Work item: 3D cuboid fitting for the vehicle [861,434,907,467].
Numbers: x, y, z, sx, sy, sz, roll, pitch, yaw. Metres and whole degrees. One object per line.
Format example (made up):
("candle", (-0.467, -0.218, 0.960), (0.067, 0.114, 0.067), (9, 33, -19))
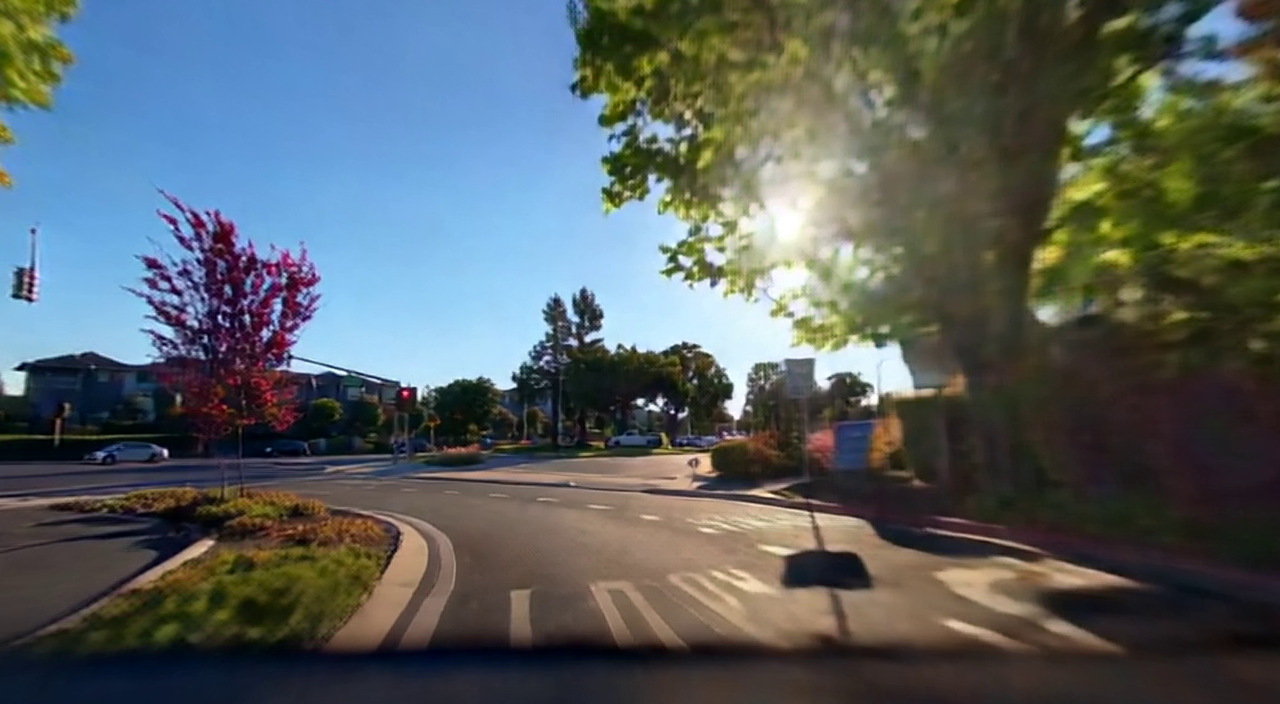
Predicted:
("vehicle", (12.989, 5.163, 33.220), (1.907, 1.515, 4.550), (-4, -7, 25))

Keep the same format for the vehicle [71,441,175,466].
("vehicle", (-33.177, 6.531, 40.462), (1.847, 1.461, 4.853), (-3, -9, 17))
